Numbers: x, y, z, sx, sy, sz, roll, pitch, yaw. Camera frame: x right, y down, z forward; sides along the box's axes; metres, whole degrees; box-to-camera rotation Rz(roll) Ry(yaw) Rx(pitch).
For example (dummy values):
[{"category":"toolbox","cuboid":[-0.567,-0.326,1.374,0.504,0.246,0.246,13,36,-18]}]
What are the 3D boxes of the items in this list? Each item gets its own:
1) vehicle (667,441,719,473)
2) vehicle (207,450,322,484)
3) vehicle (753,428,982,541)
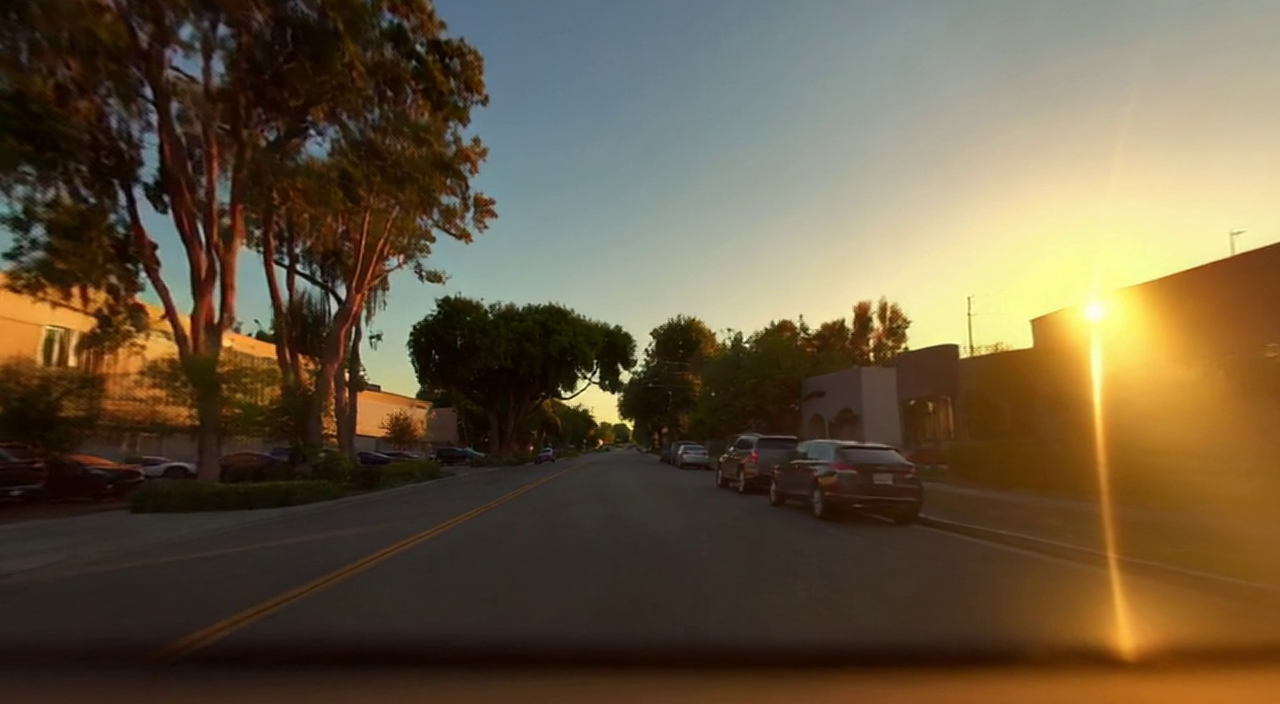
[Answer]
[{"category":"vehicle","cuboid":[2.660,5.425,32.961,1.952,1.538,5.215,0,-8,-4]},{"category":"vehicle","cuboid":[-17.500,5.348,29.503,4.491,1.455,1.959,-3,-9,16]},{"category":"vehicle","cuboid":[3.631,2.211,11.341,1.933,1.528,5.006,0,-8,-4]}]
